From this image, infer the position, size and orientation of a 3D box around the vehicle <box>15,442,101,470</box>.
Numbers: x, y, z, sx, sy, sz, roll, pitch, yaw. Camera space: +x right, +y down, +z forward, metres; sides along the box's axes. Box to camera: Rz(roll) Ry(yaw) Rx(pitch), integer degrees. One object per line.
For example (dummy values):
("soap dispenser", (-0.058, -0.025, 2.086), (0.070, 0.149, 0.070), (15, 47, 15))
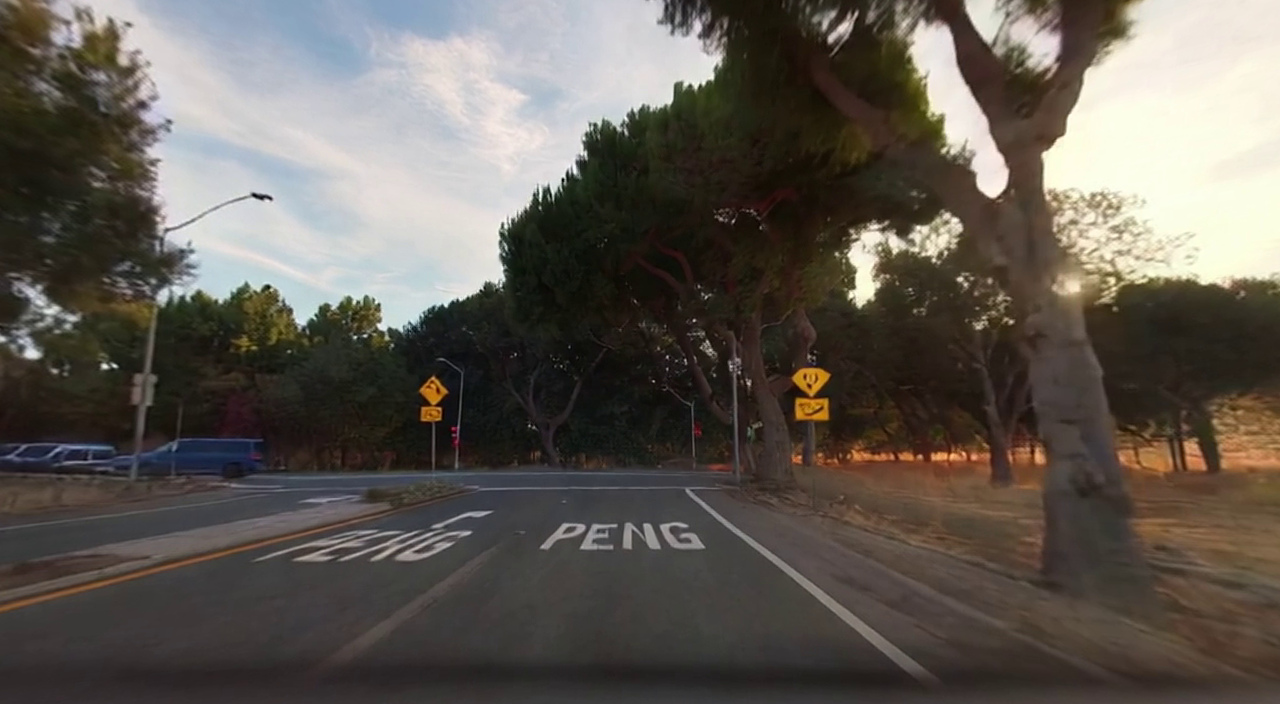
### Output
("vehicle", (-33.473, 5.960, 36.304), (1.601, 1.494, 3.449), (-1, -9, 1))

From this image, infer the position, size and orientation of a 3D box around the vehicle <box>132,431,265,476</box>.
("vehicle", (-20.562, 4.741, 29.517), (4.529, 1.976, 2.002), (1, -9, -8))
